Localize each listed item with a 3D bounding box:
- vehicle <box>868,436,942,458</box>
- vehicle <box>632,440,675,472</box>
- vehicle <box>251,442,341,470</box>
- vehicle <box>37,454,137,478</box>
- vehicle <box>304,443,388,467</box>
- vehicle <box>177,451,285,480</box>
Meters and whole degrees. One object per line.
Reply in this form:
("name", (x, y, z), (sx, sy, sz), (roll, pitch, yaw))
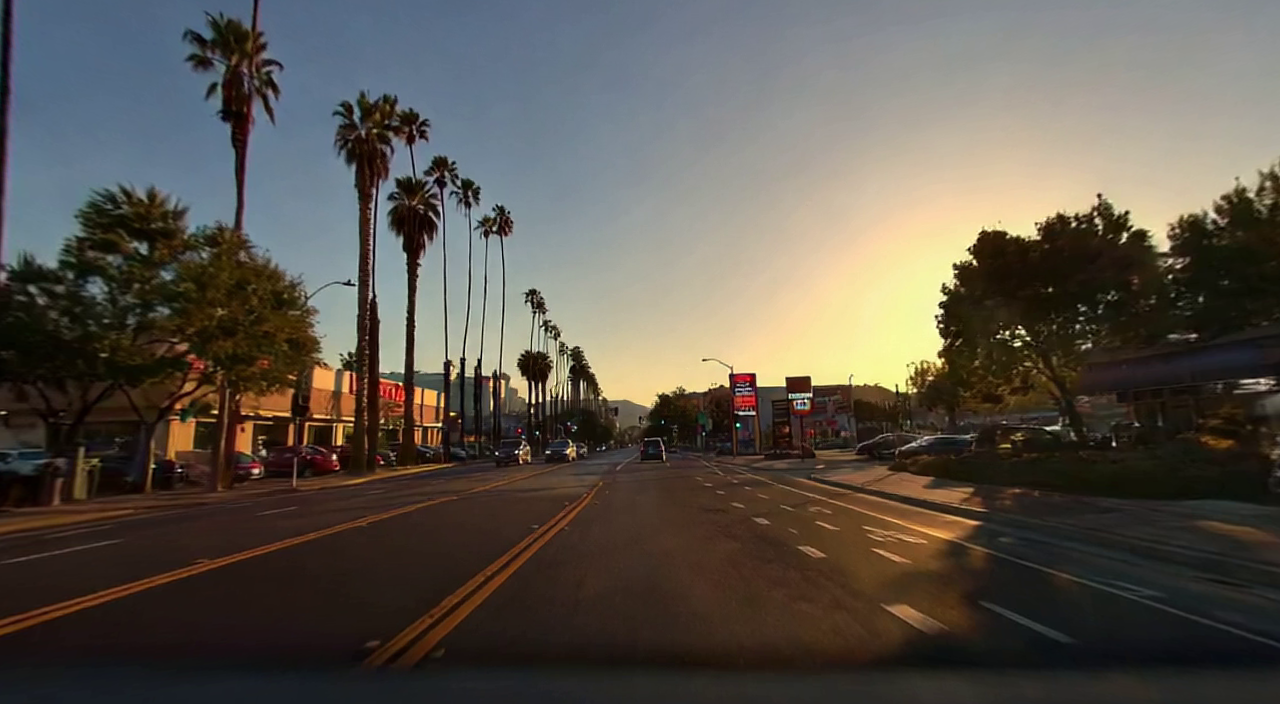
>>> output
("vehicle", (17.853, 6.424, 42.519), (4.140, 1.422, 1.869), (0, -9, -2))
("vehicle", (0.657, 5.309, 32.376), (2.065, 1.507, 4.225), (0, -9, 1))
("vehicle", (-21.873, 6.647, 40.152), (4.498, 1.729, 2.102), (0, -9, 0))
("vehicle", (-35.073, 7.210, 40.007), (4.505, 1.458, 1.887), (0, -9, -2))
("vehicle", (-21.532, 7.571, 46.262), (5.050, 1.758, 2.134), (0, -9, 2))
("vehicle", (-22.109, 6.146, 34.170), (4.552, 1.389, 1.779), (-1, -11, -4))
